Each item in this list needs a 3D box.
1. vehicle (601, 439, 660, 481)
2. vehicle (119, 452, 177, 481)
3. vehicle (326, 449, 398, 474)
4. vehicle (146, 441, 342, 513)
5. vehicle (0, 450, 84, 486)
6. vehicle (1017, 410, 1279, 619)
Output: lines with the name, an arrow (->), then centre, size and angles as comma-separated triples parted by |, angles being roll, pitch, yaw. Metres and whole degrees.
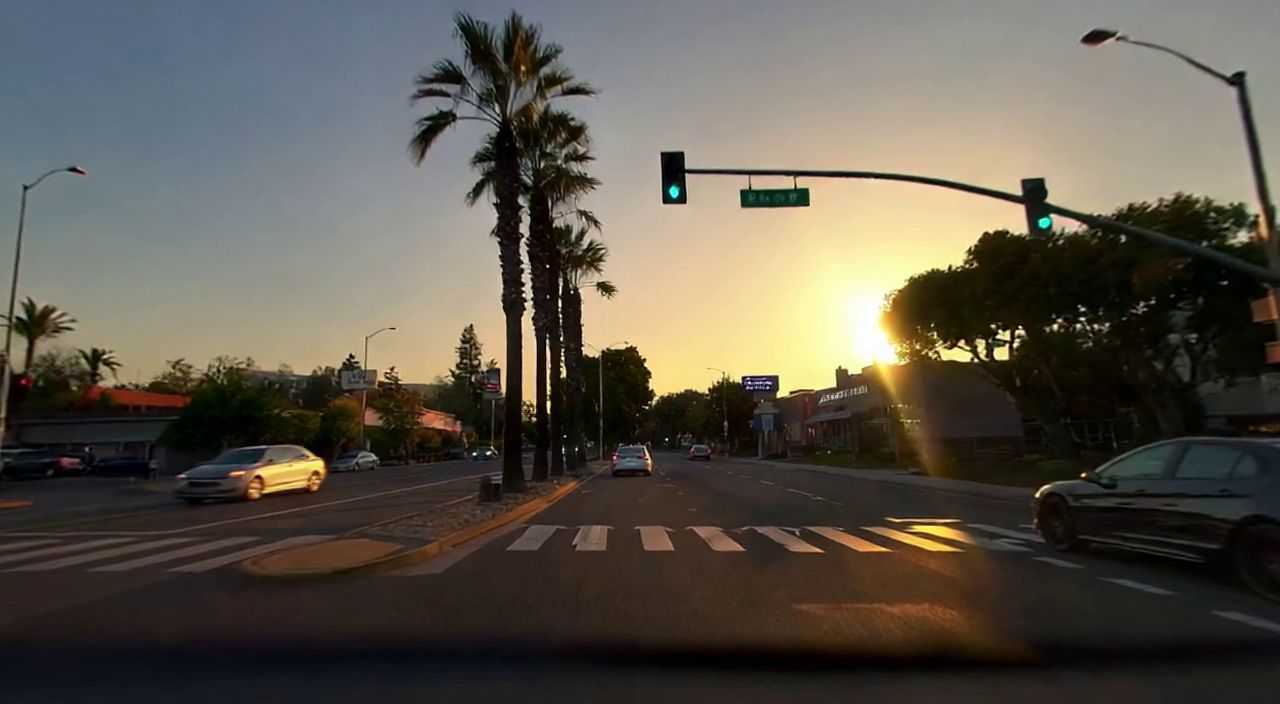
vehicle -> -0.349, 4.181, 24.716 | 2.106, 1.496, 3.964 | 0, -9, 0
vehicle -> -27.795, 6.455, 35.837 | 2.033, 1.488, 4.497 | 5, -10, -32
vehicle -> -18.348, 7.214, 41.907 | 1.968, 1.524, 4.390 | -2, -9, 15
vehicle -> -8.921, 2.827, 14.781 | 1.830, 1.431, 4.240 | 0, -9, 0
vehicle -> -32.039, 5.936, 32.674 | 2.031, 1.736, 5.062 | 0, -9, -1
vehicle -> 6.150, 1.442, 6.029 | 2.244, 1.618, 4.585 | 0, -9, 0
